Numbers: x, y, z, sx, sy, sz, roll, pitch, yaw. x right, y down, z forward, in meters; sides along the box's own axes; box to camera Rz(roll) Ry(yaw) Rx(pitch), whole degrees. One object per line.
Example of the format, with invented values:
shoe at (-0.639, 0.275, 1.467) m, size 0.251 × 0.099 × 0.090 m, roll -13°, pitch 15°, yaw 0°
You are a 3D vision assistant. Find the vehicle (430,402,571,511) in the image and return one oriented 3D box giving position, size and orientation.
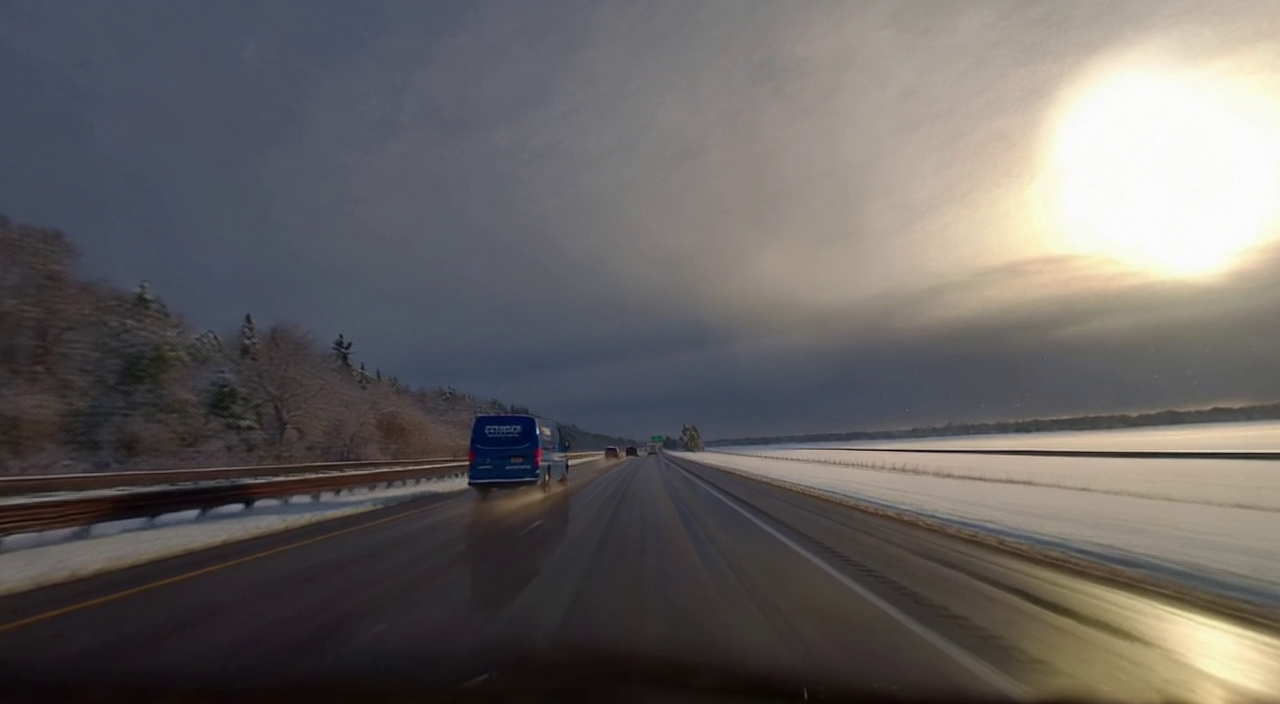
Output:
vehicle at (-3.346, 2.676, 16.503) m, size 2.360 × 2.367 × 5.223 m, roll 0°, pitch -9°, yaw 1°
